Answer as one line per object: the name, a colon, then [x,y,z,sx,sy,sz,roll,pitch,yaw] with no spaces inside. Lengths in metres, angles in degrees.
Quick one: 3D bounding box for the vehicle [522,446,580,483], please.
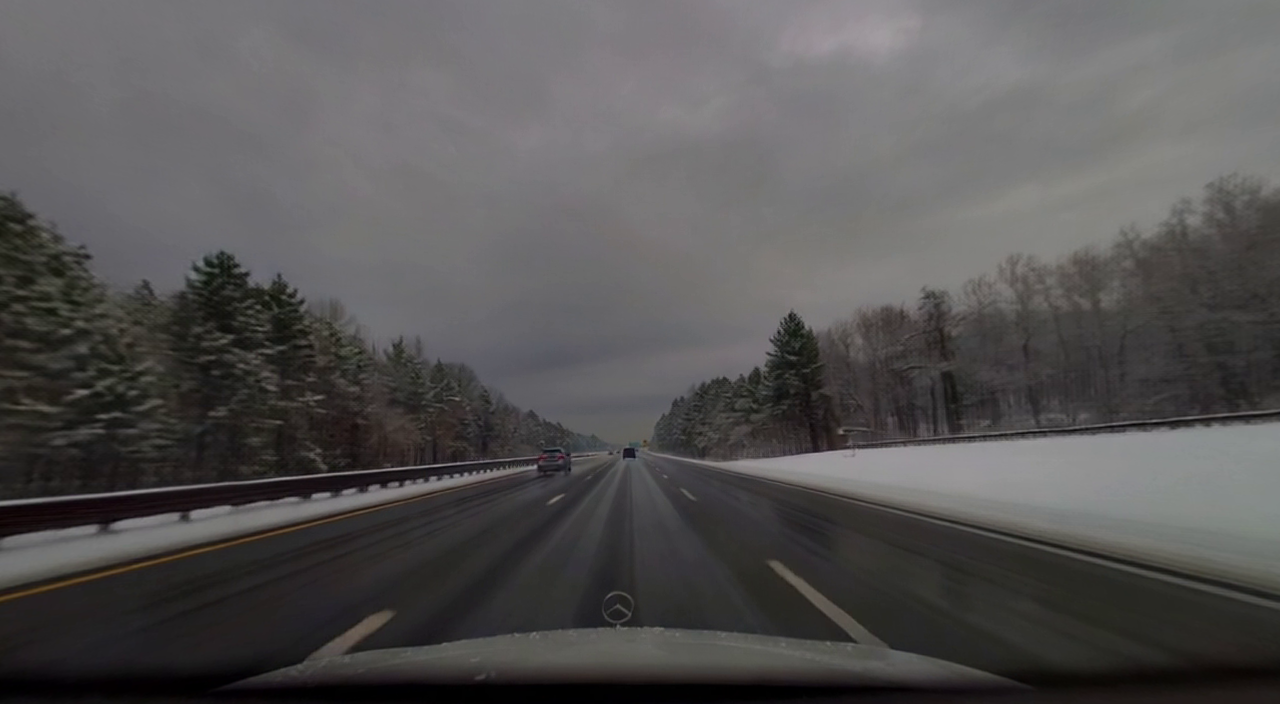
vehicle: [-3.819,4.919,27.683,1.970,1.492,3.944,0,-9,0]
